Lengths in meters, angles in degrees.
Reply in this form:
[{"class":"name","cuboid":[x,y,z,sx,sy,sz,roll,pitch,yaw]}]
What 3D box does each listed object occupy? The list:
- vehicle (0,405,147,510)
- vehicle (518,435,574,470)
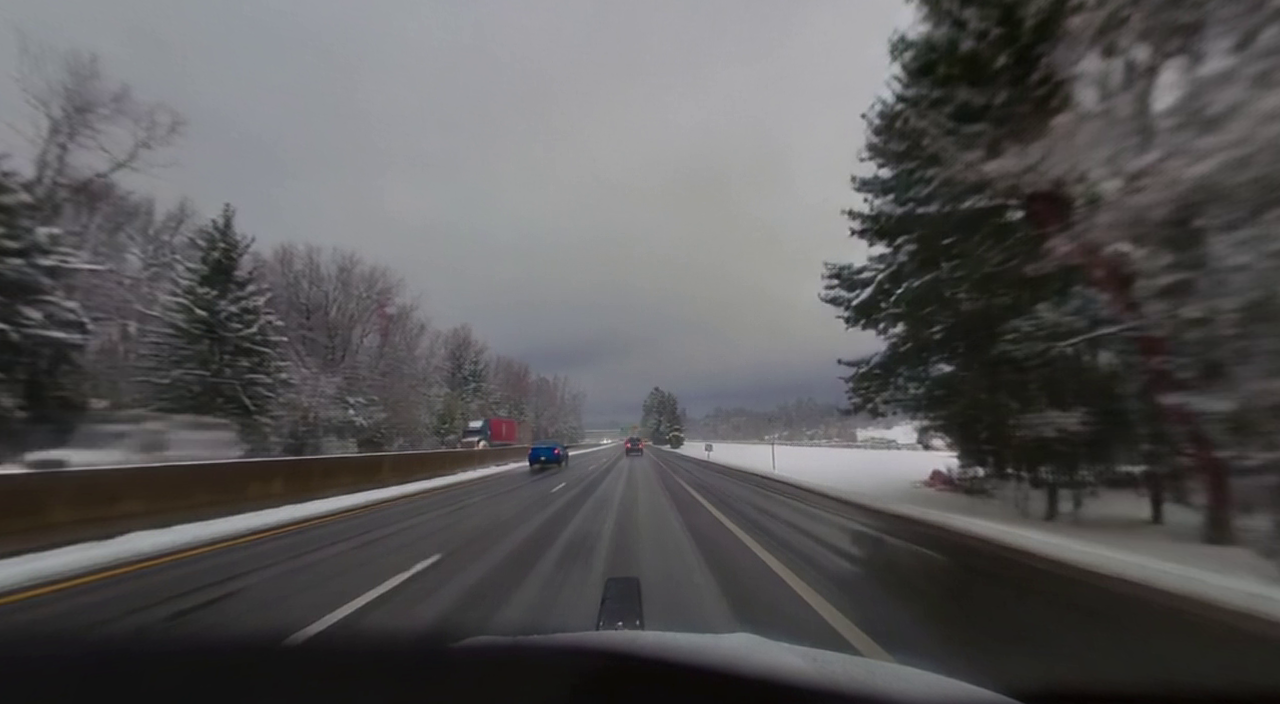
[{"class":"vehicle","cuboid":[-12.091,1.927,11.576,2.098,1.796,4.845,0,-8,0]},{"class":"vehicle","cuboid":[-4.426,4.800,30.208,2.002,1.553,4.247,0,-8,0]}]
